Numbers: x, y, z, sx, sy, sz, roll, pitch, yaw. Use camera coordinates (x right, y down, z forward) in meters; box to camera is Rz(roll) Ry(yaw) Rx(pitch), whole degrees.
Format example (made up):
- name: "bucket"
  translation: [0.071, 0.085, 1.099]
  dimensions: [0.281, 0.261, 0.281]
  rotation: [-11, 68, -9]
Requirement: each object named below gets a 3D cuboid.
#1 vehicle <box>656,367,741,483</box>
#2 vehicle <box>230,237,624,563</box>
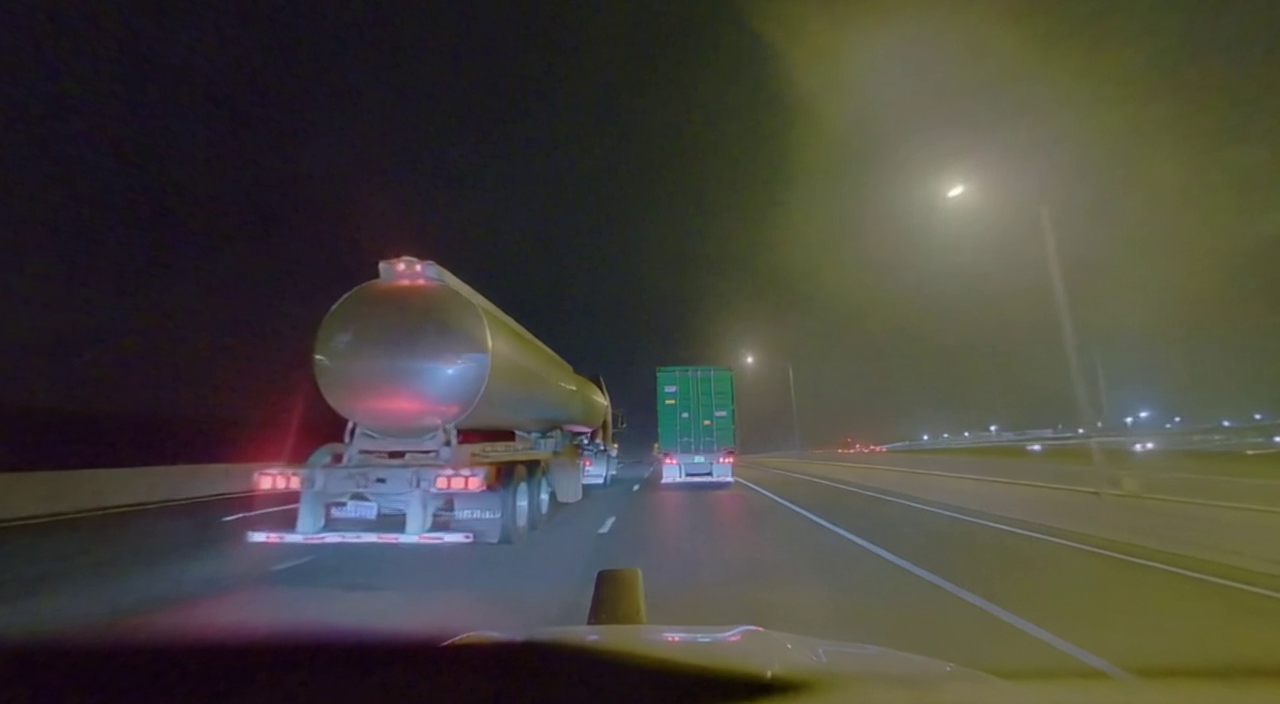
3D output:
- name: "vehicle"
  translation: [2.219, 3.378, 27.644]
  dimensions: [2.942, 4.003, 11.297]
  rotation: [0, -9, 2]
- name: "vehicle"
  translation: [-2.550, 1.765, 15.571]
  dimensions: [3.267, 3.655, 17.154]
  rotation: [0, -9, 2]
